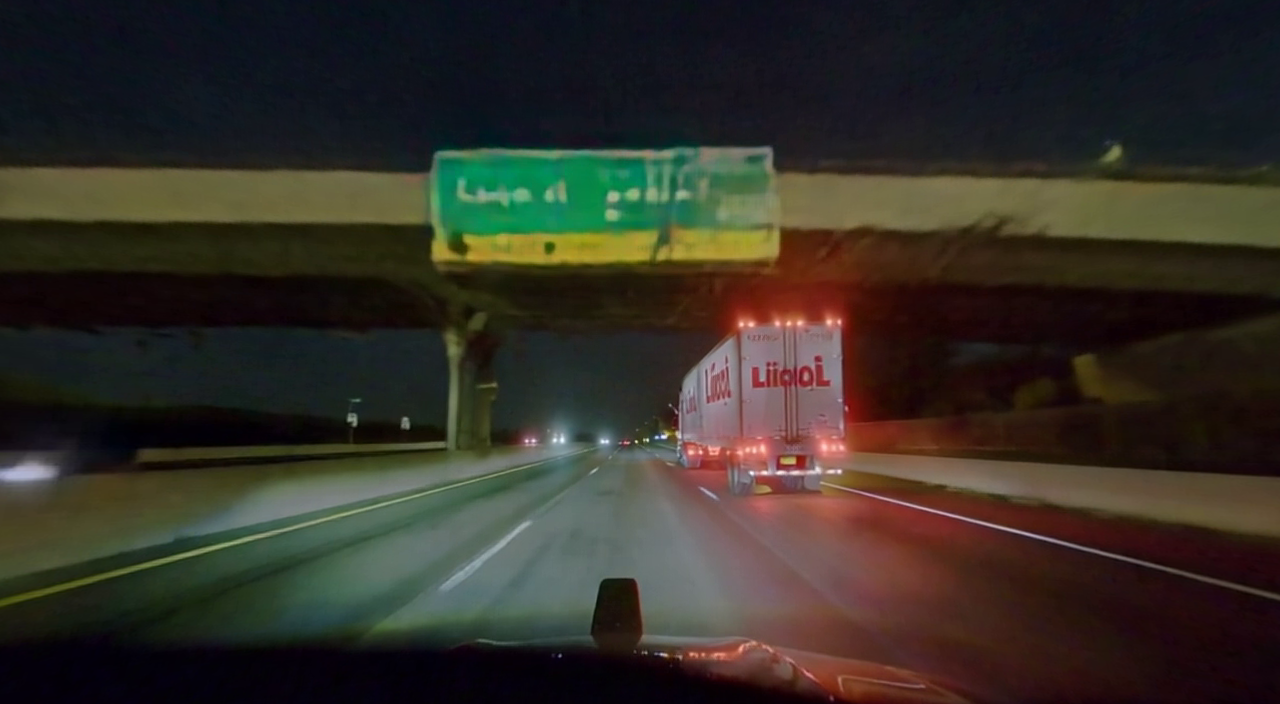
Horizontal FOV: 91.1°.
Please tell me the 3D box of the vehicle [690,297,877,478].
[{"bbox_3d":[3.859,1.777,21.854,3.034,4.194,14.704,0,-8,0],"label":"vehicle"}]
